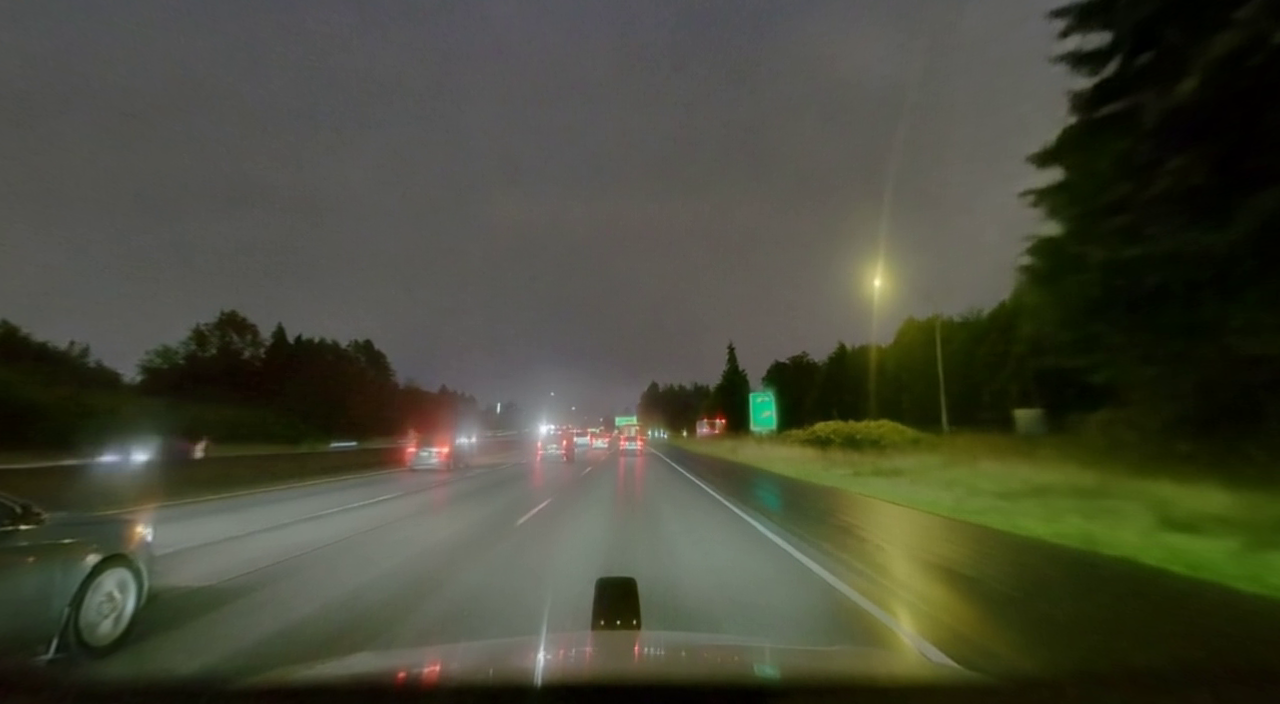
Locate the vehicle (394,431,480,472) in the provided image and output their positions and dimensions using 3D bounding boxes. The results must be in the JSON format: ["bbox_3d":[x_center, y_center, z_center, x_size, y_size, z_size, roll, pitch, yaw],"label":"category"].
[{"bbox_3d":[-8.290,4.087,26.204,1.953,1.524,4.863,0,-8,0],"label":"vehicle"}]

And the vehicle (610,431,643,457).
[{"bbox_3d":[-0.839,5.888,40.397,2.002,1.611,3.778,0,-8,0],"label":"vehicle"}]

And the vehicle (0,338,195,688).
[{"bbox_3d":[-4.337,0.742,2.479,1.971,1.822,4.366,0,-8,-1],"label":"vehicle"}]

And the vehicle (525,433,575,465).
[{"bbox_3d":[-4.448,4.843,31.657,1.909,1.445,4.087,0,-7,0],"label":"vehicle"}]
